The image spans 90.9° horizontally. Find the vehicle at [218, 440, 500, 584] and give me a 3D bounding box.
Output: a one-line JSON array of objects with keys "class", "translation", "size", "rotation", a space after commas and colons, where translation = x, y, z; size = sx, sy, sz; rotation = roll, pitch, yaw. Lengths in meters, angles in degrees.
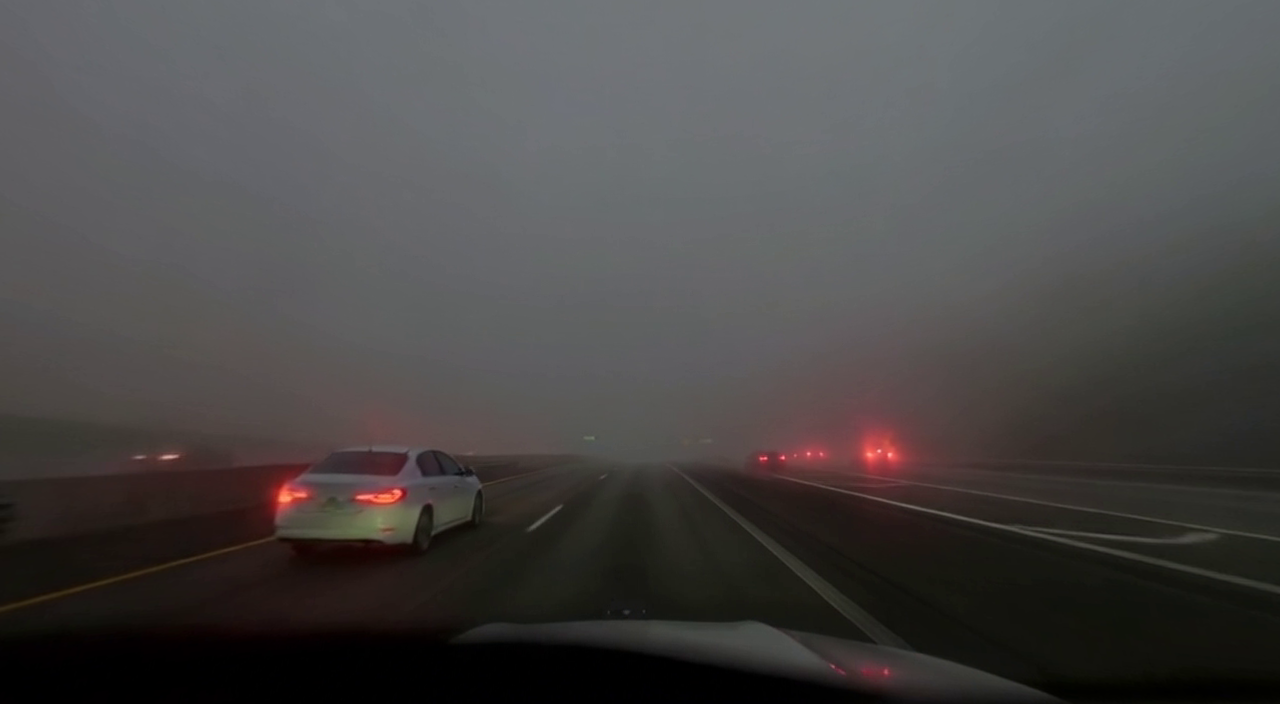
[{"class": "vehicle", "translation": [-3.426, 1.995, 8.690], "size": [1.968, 1.504, 3.892], "rotation": [-1, -9, 2]}]
